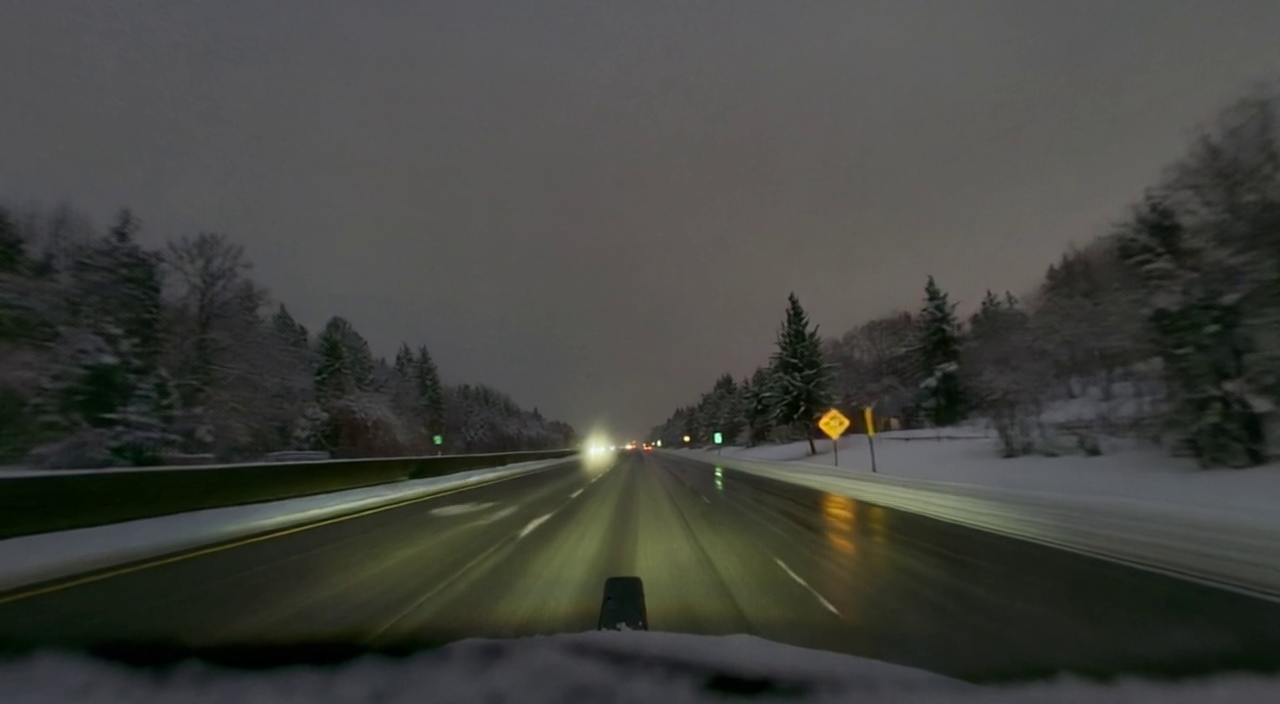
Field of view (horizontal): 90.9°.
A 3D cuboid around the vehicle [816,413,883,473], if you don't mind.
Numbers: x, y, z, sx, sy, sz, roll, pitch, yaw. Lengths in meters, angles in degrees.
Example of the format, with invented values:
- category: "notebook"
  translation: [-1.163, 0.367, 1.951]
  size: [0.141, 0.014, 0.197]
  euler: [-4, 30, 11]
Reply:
- category: "vehicle"
  translation: [13.685, 6.001, 41.532]
  size: [3.229, 3.713, 3.639]
  euler: [-1, -8, 3]
